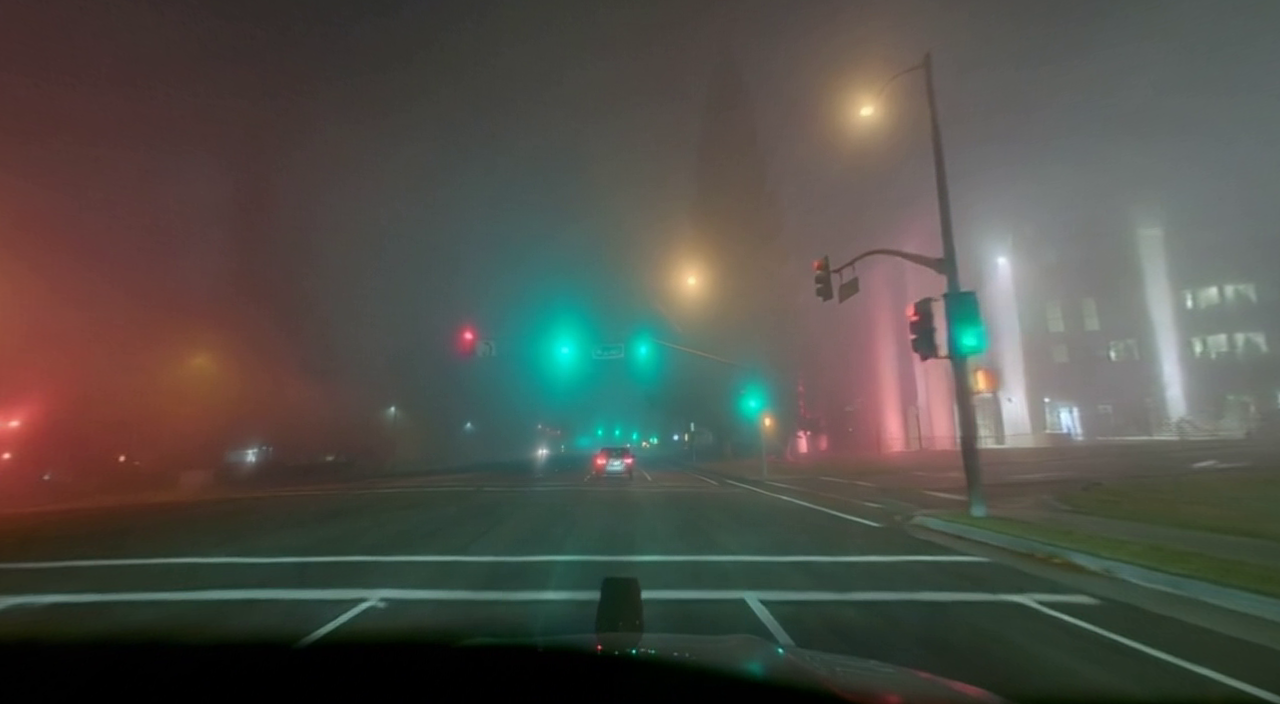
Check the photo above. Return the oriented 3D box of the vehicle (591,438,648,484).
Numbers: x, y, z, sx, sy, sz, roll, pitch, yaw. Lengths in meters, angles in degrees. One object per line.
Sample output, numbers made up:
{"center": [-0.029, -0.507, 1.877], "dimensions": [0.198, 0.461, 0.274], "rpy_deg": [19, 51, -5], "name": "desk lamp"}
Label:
{"center": [-0.831, 4.371, 25.608], "dimensions": [2.130, 1.711, 4.038], "rpy_deg": [0, -9, -2], "name": "vehicle"}
